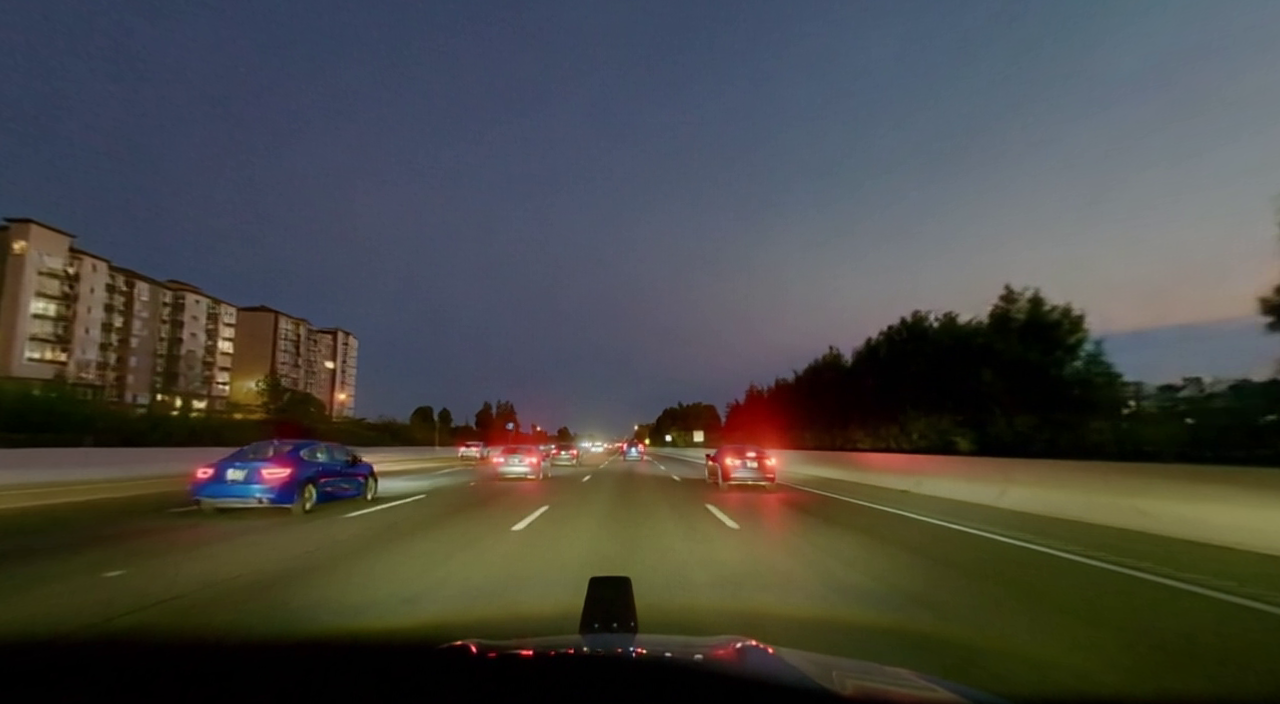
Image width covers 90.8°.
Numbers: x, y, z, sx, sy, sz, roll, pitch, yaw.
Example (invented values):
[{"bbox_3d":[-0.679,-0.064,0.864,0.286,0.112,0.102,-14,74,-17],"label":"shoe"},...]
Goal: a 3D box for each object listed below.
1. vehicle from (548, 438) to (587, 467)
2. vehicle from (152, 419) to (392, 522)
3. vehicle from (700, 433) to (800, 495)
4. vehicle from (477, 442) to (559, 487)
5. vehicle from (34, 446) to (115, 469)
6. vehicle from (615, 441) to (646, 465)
[{"bbox_3d":[-4.721,6.631,41.742,2.044,1.774,4.329,0,-8,-1],"label":"vehicle"},{"bbox_3d":[-7.387,2.432,13.533,2.086,1.776,5.080,0,-8,0],"label":"vehicle"},{"bbox_3d":[3.150,3.326,19.157,2.061,1.658,4.417,0,-8,-2],"label":"vehicle"},{"bbox_3d":[-4.276,4.002,22.883,2.124,1.426,4.444,0,-8,-1],"label":"vehicle"},{"bbox_3d":[-38.408,7.179,43.045,1.785,1.453,4.107,0,-8,-1],"label":"vehicle"},{"bbox_3d":[-0.684,7.165,44.992,2.053,1.650,3.945,0,-8,-1],"label":"vehicle"}]
